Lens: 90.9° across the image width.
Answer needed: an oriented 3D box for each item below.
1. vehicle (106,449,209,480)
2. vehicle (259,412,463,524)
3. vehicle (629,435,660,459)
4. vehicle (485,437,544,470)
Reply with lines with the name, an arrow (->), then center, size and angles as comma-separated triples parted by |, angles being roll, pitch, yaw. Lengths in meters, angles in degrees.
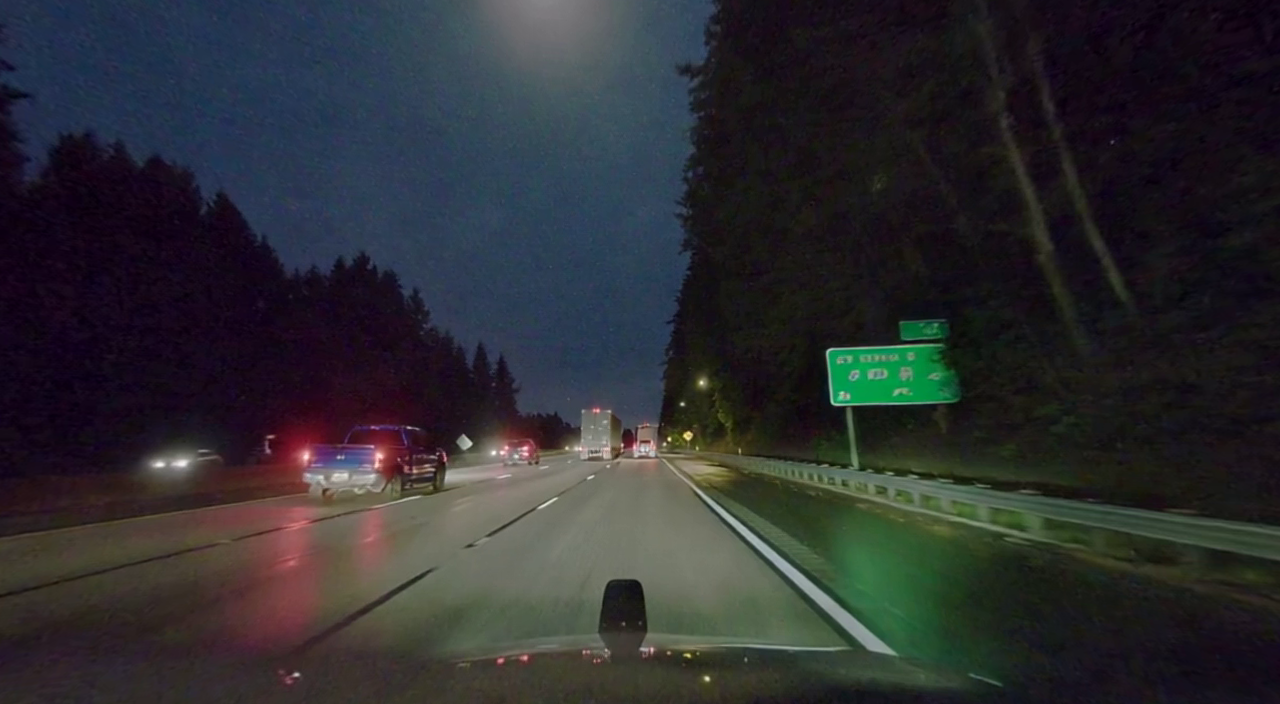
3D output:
vehicle -> -29.658, 6.891, 39.046 | 2.067, 1.748, 5.399 | 0, -8, 1
vehicle -> -5.405, 2.315, 13.098 | 2.149, 1.884, 4.627 | 0, -8, -1
vehicle -> 0.303, 6.801, 45.309 | 2.072, 1.630, 4.529 | 0, -8, 0
vehicle -> -7.246, 5.956, 37.144 | 2.258, 1.785, 5.318 | 0, -8, 1
